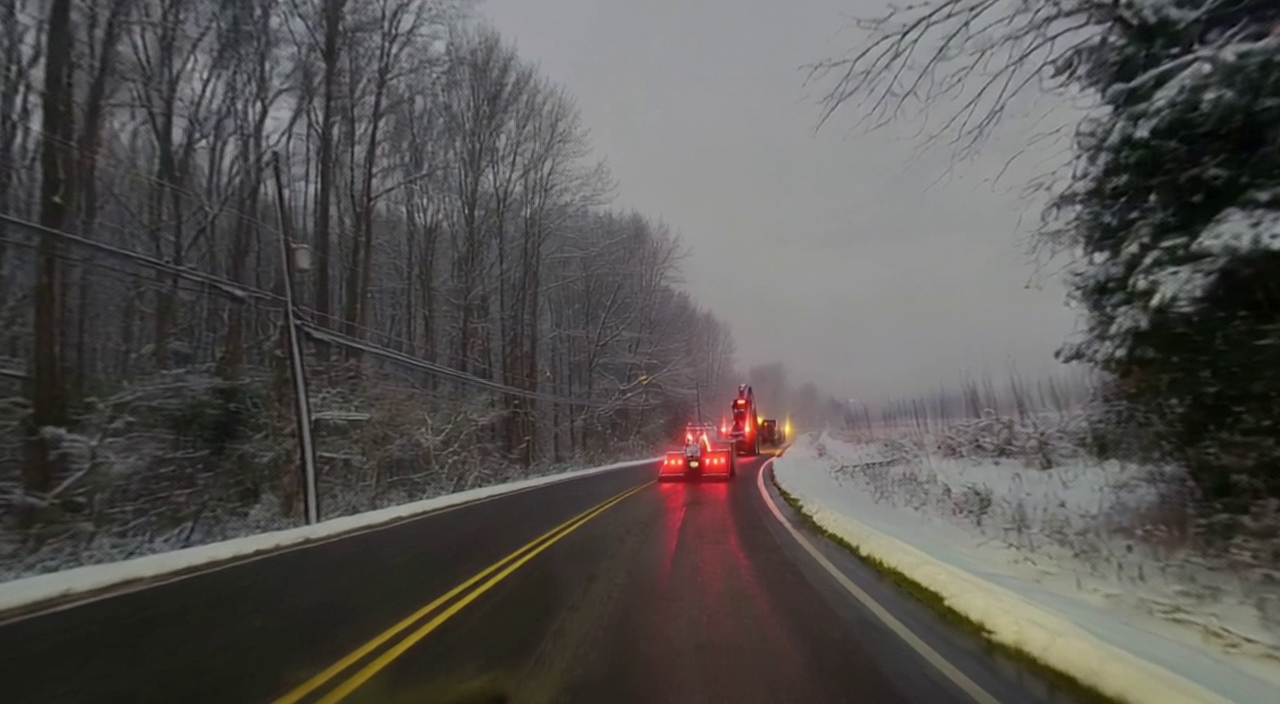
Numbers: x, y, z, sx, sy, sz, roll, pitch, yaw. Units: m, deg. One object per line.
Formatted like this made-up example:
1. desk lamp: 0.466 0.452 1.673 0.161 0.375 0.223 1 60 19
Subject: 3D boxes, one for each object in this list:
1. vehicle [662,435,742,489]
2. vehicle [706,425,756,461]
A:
1. vehicle: 2.031 3.357 19.626 2.196 1.465 4.294 -1 -9 9
2. vehicle: 5.634 5.564 38.548 2.376 2.051 5.366 -2 -9 14
